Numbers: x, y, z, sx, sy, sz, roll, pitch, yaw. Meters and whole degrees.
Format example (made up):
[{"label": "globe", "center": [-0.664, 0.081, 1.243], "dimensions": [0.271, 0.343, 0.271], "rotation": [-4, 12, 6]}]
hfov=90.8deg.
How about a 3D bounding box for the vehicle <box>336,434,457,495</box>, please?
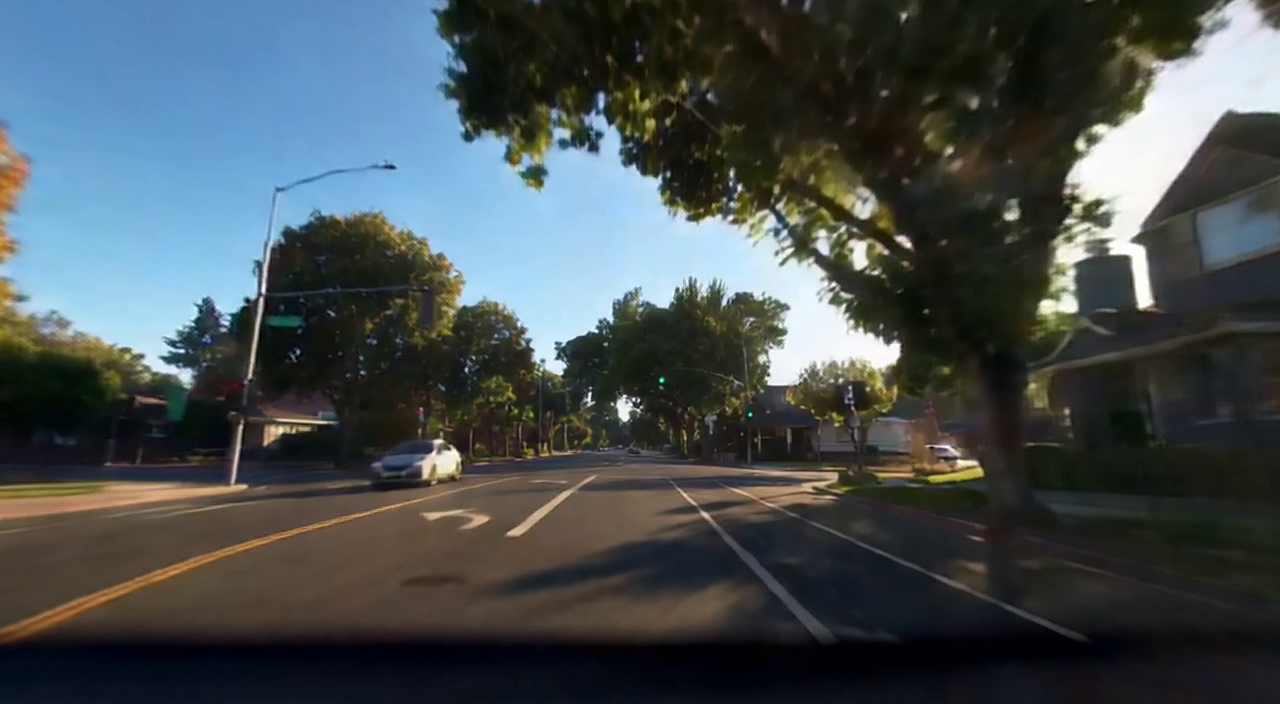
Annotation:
[{"label": "vehicle", "center": [-7.637, 3.554, 20.375], "dimensions": [2.091, 1.727, 4.413], "rotation": [0, -8, 1]}]
